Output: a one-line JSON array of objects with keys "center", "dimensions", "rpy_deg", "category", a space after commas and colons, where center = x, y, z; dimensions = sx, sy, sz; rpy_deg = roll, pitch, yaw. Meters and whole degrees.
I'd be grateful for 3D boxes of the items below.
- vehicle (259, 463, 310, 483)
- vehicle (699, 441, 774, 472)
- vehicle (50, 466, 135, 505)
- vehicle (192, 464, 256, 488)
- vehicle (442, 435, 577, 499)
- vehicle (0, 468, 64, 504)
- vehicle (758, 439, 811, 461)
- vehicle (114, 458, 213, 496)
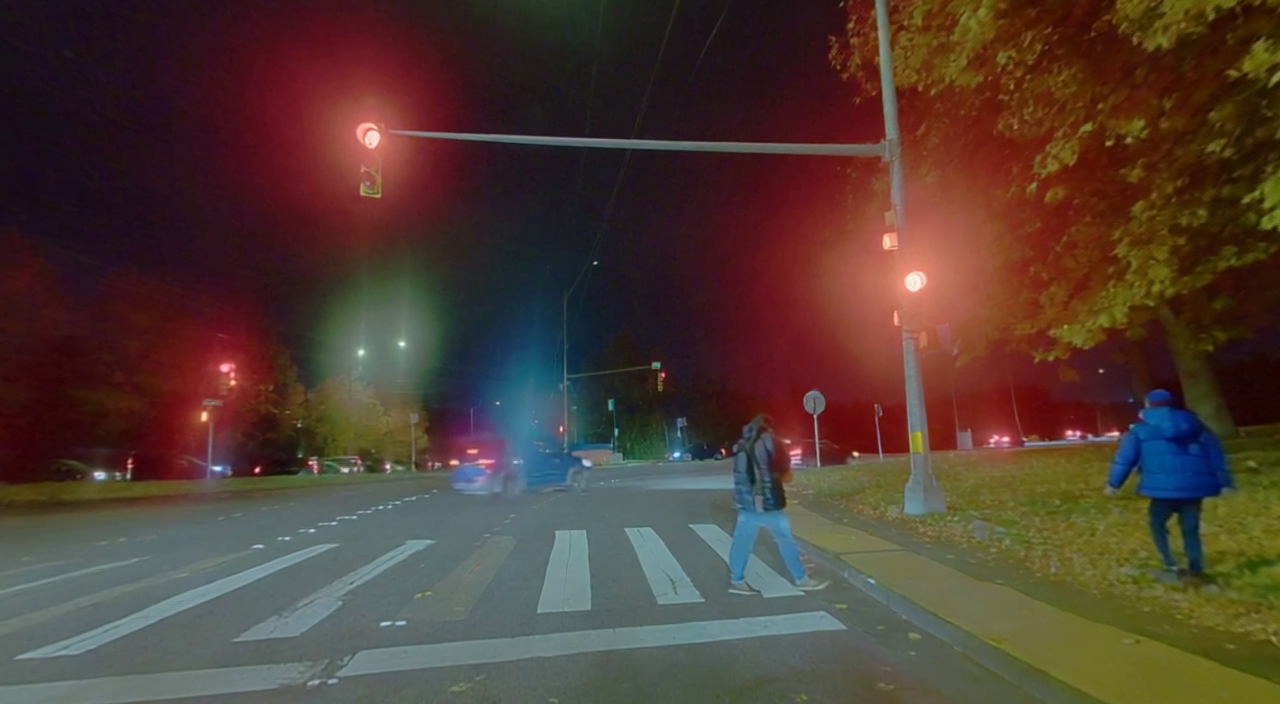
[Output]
[{"center": [-28.147, 9.571, 49.740], "dimensions": [1.776, 1.452, 3.920], "rpy_deg": [0, -9, 0], "category": "vehicle"}, {"center": [5.394, 5.716, 34.548], "dimensions": [1.915, 1.586, 4.734], "rpy_deg": [-8, -11, 39], "category": "vehicle"}, {"center": [-25.427, 6.158, 29.260], "dimensions": [1.694, 1.528, 4.225], "rpy_deg": [3, -9, -23], "category": "vehicle"}, {"center": [-28.545, 8.481, 43.146], "dimensions": [1.768, 1.465, 3.972], "rpy_deg": [0, -9, -1], "category": "vehicle"}, {"center": [-4.436, 3.938, 21.910], "dimensions": [2.001, 1.988, 4.281], "rpy_deg": [-8, -11, 39], "category": "vehicle"}, {"center": [-30.329, 6.441, 30.324], "dimensions": [1.800, 1.520, 3.968], "rpy_deg": [2, -9, -14], "category": "vehicle"}, {"center": [11.437, 7.719, 49.395], "dimensions": [1.979, 1.659, 4.907], "rpy_deg": [-8, -11, 39], "category": "vehicle"}, {"center": [-27.839, 7.276, 36.902], "dimensions": [2.064, 1.913, 5.081], "rpy_deg": [0, -9, -4], "category": "vehicle"}]
